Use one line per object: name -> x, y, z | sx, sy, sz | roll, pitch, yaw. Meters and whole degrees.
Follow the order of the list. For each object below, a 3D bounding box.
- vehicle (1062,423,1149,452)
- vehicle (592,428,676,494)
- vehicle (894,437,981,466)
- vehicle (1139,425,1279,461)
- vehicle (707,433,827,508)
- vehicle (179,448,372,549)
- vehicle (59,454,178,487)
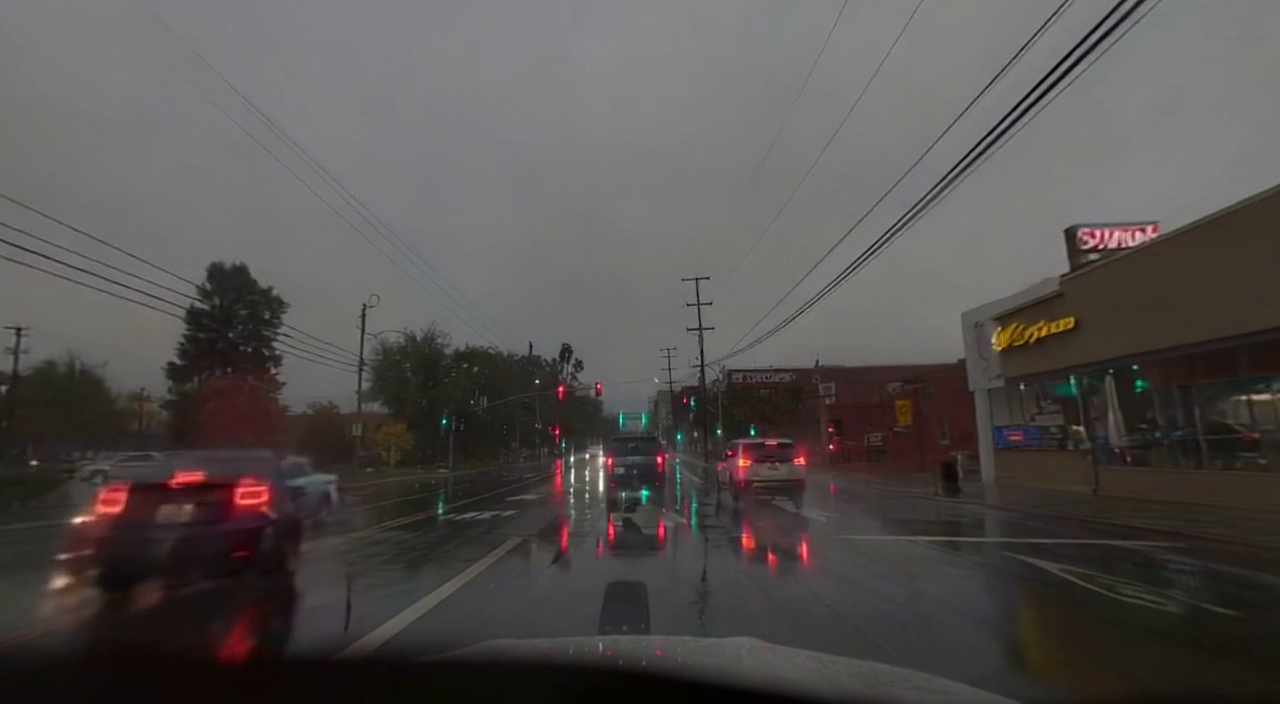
vehicle -> 30.679, 5.679, 41.716 | 2.231, 1.749, 4.411 | 0, -8, -2
vehicle -> -0.199, 3.805, 22.439 | 2.638, 2.065, 5.313 | 0, -8, 0
vehicle -> 16.486, 5.502, 34.978 | 3.880, 1.538, 1.862 | 1, -8, -8
vehicle -> 25.137, 4.036, 27.989 | 4.092, 1.496, 1.889 | -3, -9, 17
vehicle -> 3.331, 3.206, 17.646 | 2.276, 1.787, 4.630 | 0, -8, -1
vehicle -> -7.261, 2.689, 12.376 | 4.456, 1.570, 1.975 | -8, -11, 43
vehicle -> -27.394, 6.210, 33.205 | 4.458, 1.608, 2.051 | -1, -8, 3
